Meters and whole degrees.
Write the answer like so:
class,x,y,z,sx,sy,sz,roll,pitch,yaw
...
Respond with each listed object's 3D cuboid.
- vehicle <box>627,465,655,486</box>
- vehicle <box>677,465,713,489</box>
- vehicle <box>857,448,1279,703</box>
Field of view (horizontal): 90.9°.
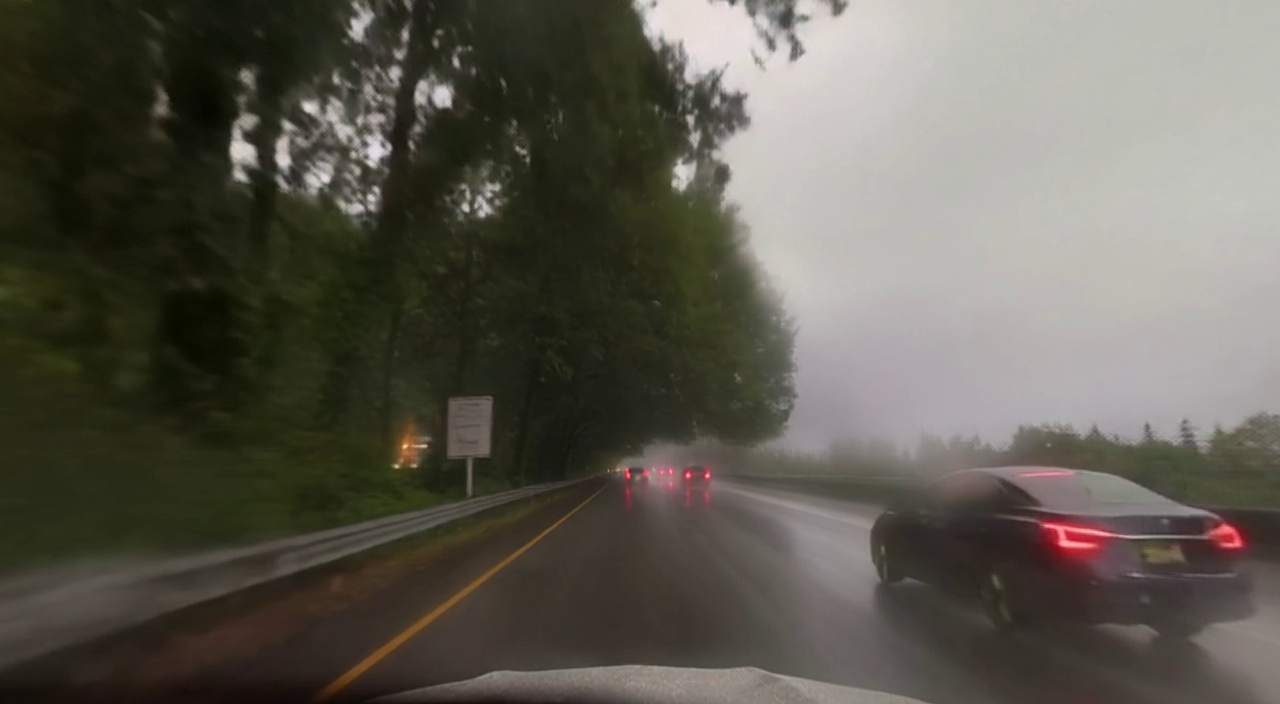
class,x,y,z,sx,sy,sz,roll,pitch,yaw
vehicle,0.065,8.969,45.854,1.980,1.483,3.865,1,-10,0
vehicle,3.645,8.370,42.221,1.976,1.467,3.783,1,-10,-2
vehicle,3.954,1.713,5.900,2.018,1.426,4.941,1,-10,-1
